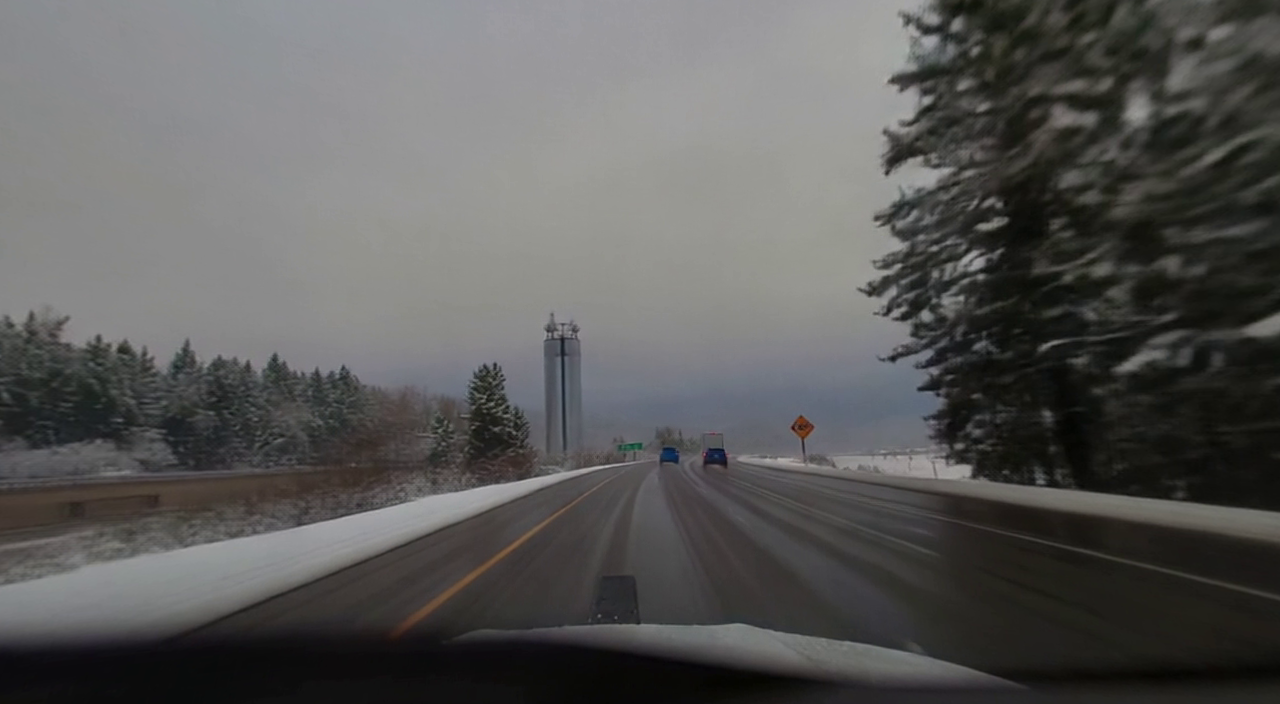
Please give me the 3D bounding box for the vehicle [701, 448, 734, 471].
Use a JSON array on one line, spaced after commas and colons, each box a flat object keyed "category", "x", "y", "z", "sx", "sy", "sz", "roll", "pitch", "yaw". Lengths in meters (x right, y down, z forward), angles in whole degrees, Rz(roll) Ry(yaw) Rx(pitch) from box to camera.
[{"category": "vehicle", "x": 5.487, "y": 7.647, "z": 44.994, "sx": 2.030, "sy": 1.526, "sz": 4.165, "roll": 0, "pitch": -9, "yaw": 3}]
